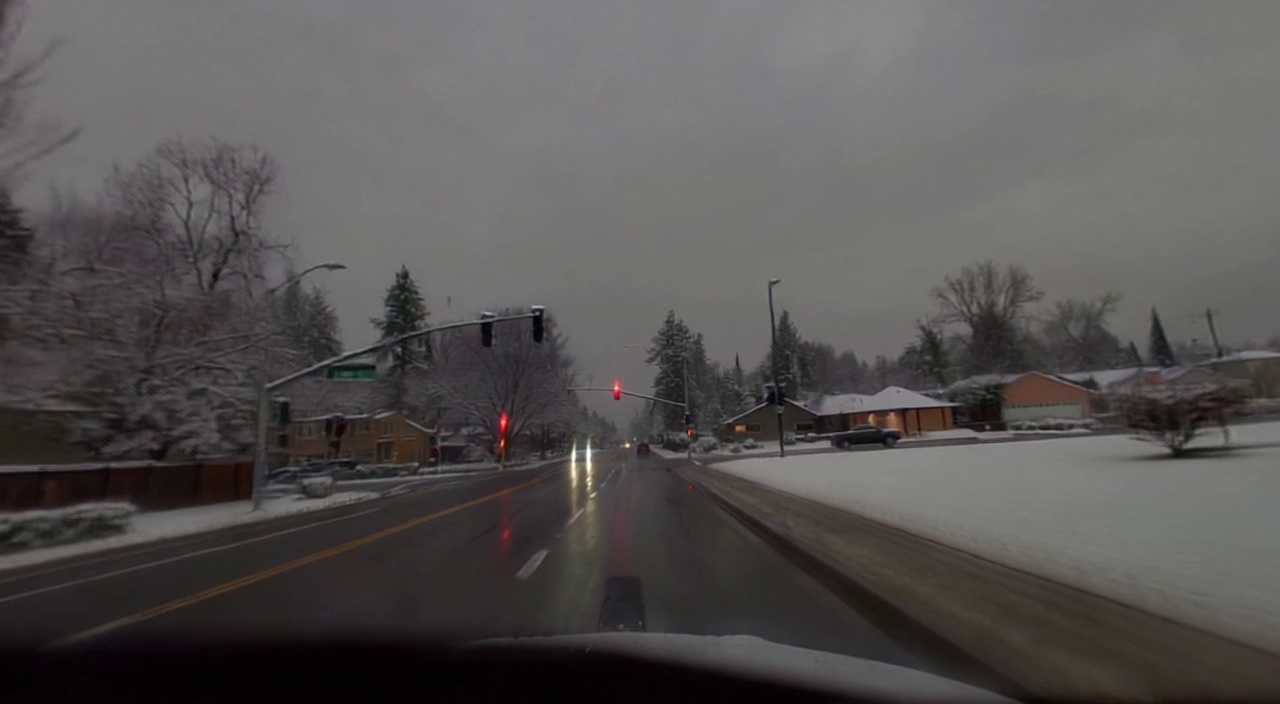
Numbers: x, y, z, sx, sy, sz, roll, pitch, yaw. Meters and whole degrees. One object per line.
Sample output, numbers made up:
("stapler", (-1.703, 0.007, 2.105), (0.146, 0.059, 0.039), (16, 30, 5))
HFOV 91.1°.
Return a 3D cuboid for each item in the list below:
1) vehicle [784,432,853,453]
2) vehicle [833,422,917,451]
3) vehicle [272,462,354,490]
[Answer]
("vehicle", (13.366, 6.800, 47.199), (4.580, 1.534, 1.919), (0, -8, -1))
("vehicle", (14.334, 5.228, 38.559), (4.319, 1.700, 2.034), (0, -9, 1))
("vehicle", (-24.406, 9.242, 46.965), (4.933, 1.792, 2.133), (1, -8, 5))
